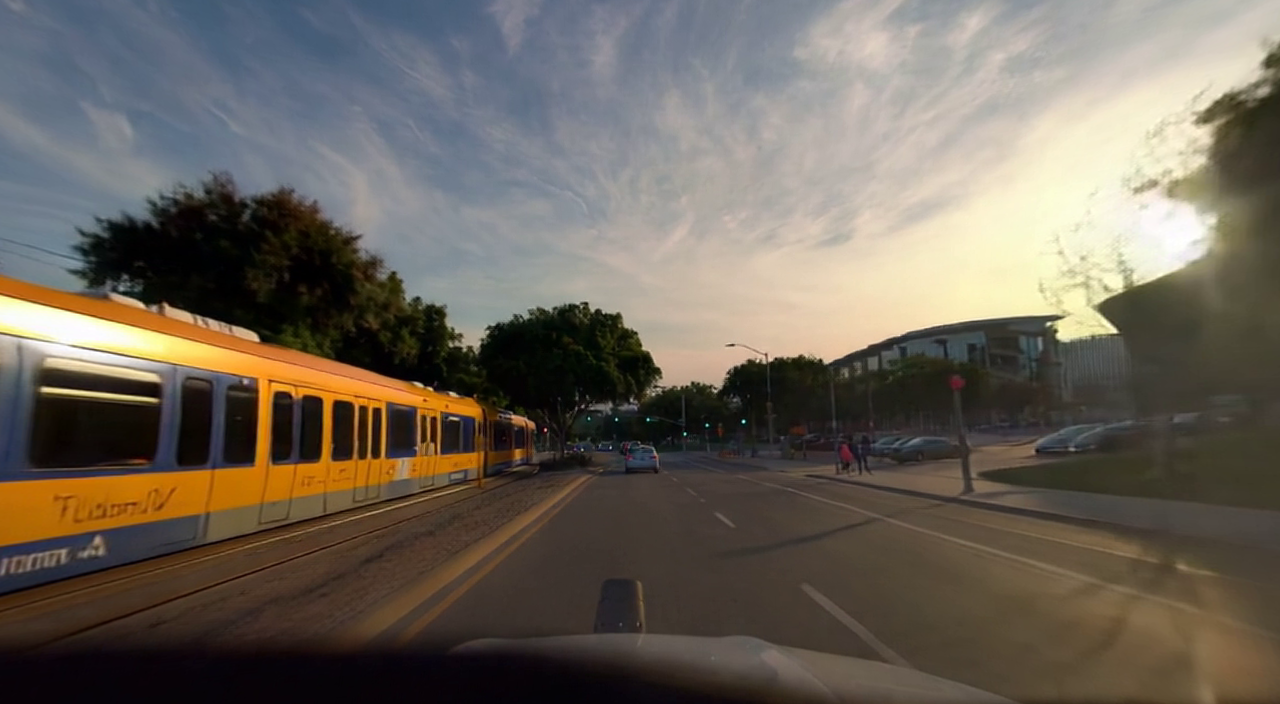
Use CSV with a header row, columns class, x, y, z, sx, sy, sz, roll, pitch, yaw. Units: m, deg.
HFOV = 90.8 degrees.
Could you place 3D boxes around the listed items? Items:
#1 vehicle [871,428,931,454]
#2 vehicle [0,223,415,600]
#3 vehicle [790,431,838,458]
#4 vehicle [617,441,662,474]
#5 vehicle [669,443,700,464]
class,x,y,z,sx,sy,sz,roll,pitch,yaw
vehicle,19.321,6.673,47.146,2.159,1.817,5.675,0,-9,1
vehicle,-7.794,1.157,10.944,2.897,3.700,13.528,0,-7,0
vehicle,13.110,7.033,47.948,2.145,1.911,5.581,0,-9,1
vehicle,-0.034,5.074,30.675,2.002,1.471,4.337,0,-8,0
vehicle,3.199,7.368,46.079,1.944,1.447,4.392,0,-8,0
